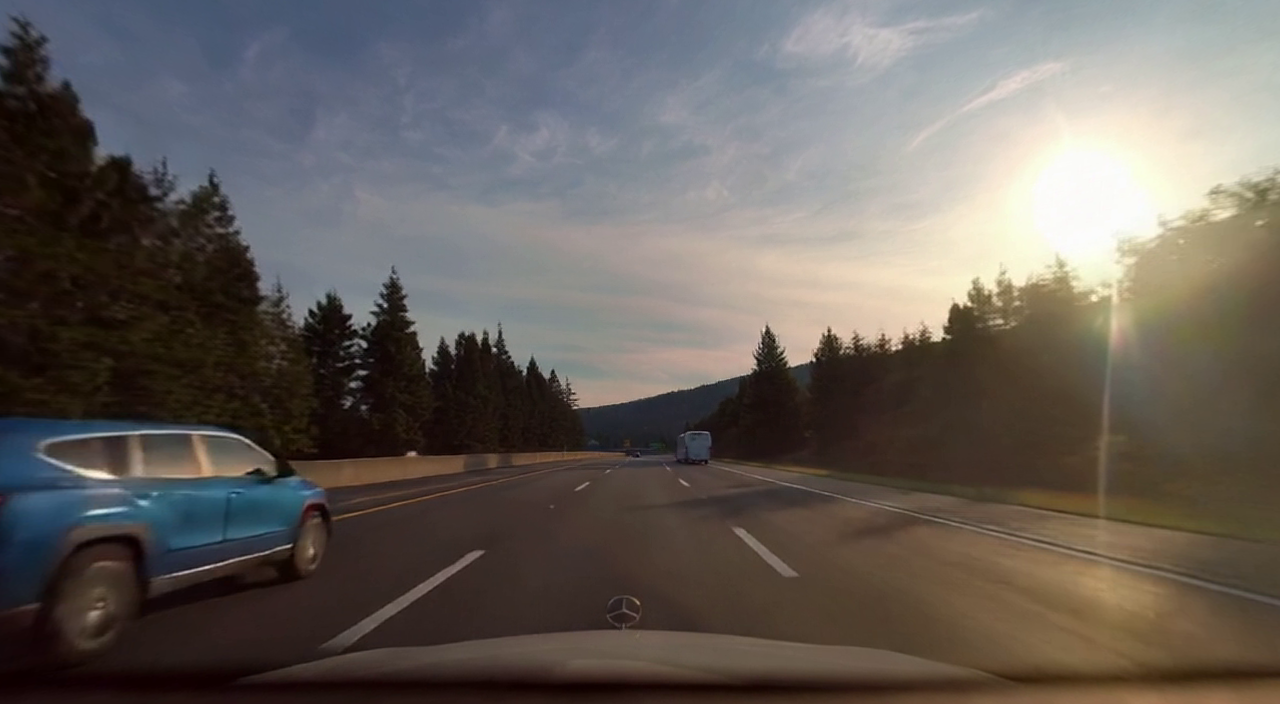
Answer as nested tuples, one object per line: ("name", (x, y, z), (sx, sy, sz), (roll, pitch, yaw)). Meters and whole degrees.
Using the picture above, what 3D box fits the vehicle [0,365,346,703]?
("vehicle", (-4.064, 1.049, 4.054), (2.020, 1.619, 4.690), (0, -9, 1))
